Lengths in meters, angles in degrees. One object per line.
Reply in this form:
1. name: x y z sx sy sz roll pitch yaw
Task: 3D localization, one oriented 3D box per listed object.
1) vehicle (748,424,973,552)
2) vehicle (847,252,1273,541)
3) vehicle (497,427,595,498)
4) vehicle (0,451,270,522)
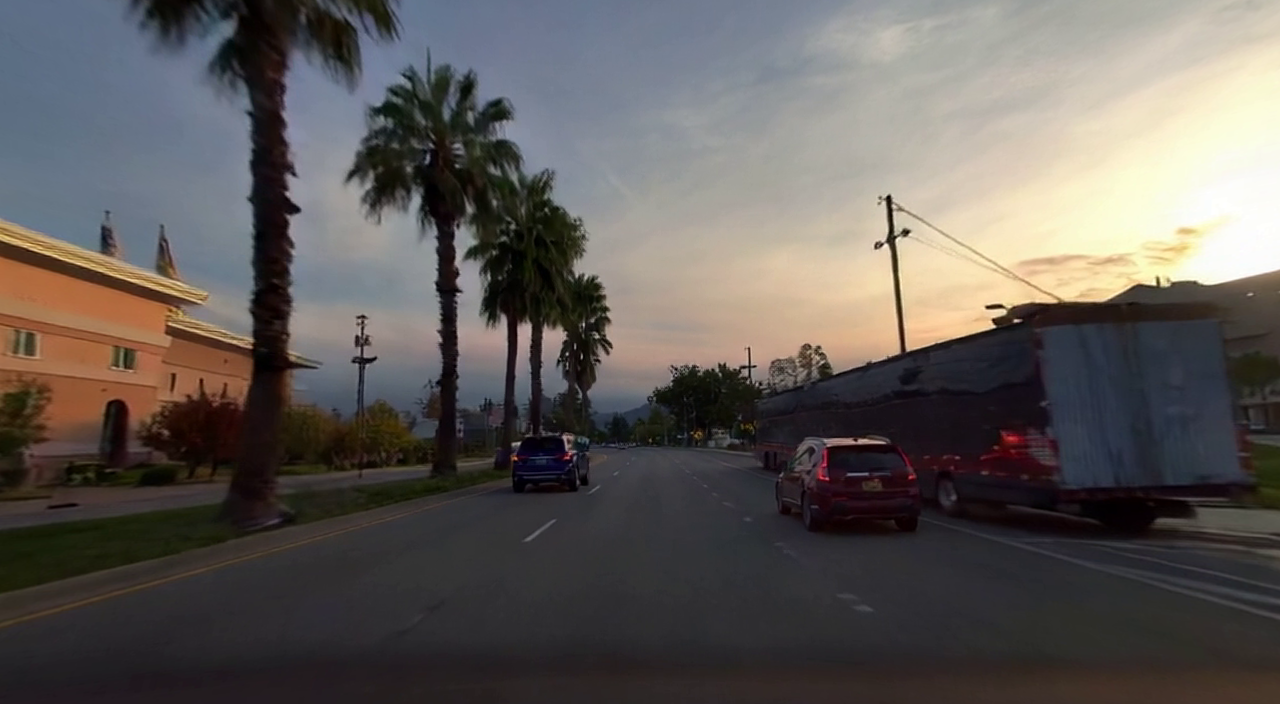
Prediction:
1. vehicle: 3.009 1.945 9.704 1.946 1.513 4.133 0 -8 0
2. vehicle: 7.025 1.113 12.705 2.902 3.992 8.073 0 -8 0
3. vehicle: -2.572 3.156 18.439 2.058 1.804 4.391 0 -8 2
4. vehicle: -21.250 5.232 26.160 2.816 2.198 14.405 -1 -9 2
